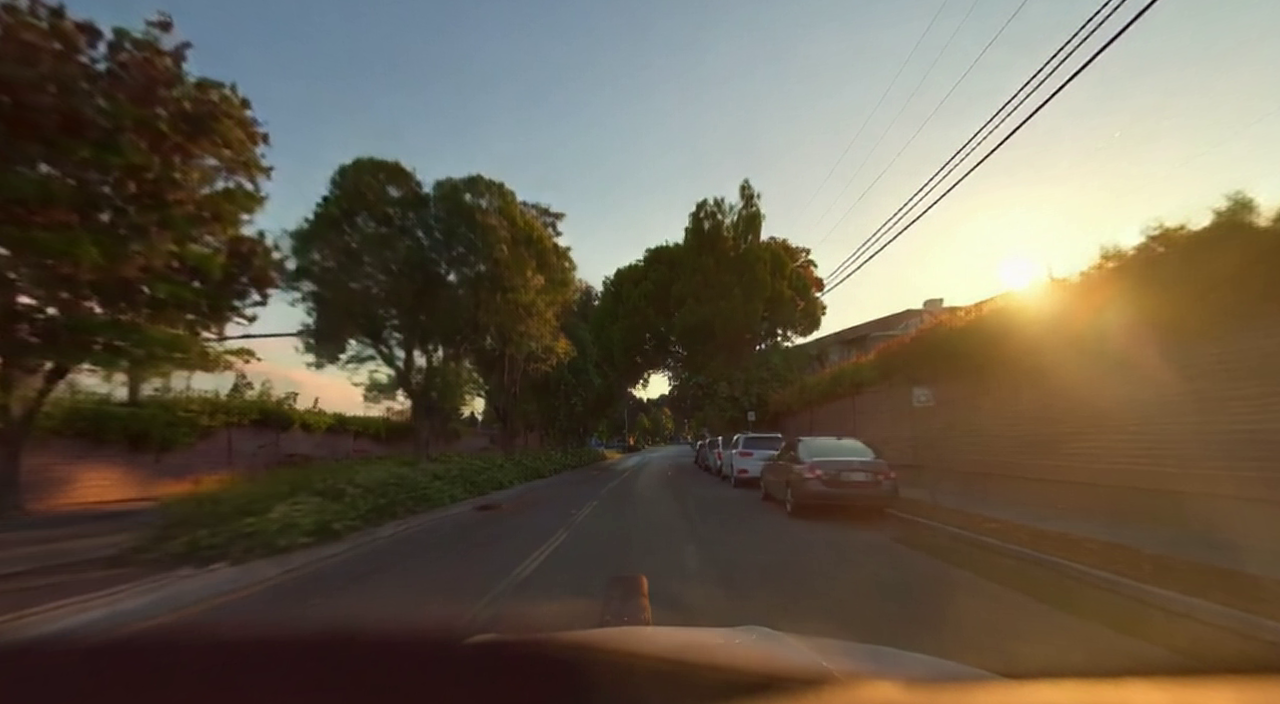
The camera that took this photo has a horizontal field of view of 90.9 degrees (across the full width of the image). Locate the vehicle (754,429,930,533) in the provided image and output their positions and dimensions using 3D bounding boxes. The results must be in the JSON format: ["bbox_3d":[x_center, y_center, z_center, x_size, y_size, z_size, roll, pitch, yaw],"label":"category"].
[{"bbox_3d":[3.838,2.490,13.172,2.048,1.596,5.543,2,-8,2],"label":"vehicle"}]
